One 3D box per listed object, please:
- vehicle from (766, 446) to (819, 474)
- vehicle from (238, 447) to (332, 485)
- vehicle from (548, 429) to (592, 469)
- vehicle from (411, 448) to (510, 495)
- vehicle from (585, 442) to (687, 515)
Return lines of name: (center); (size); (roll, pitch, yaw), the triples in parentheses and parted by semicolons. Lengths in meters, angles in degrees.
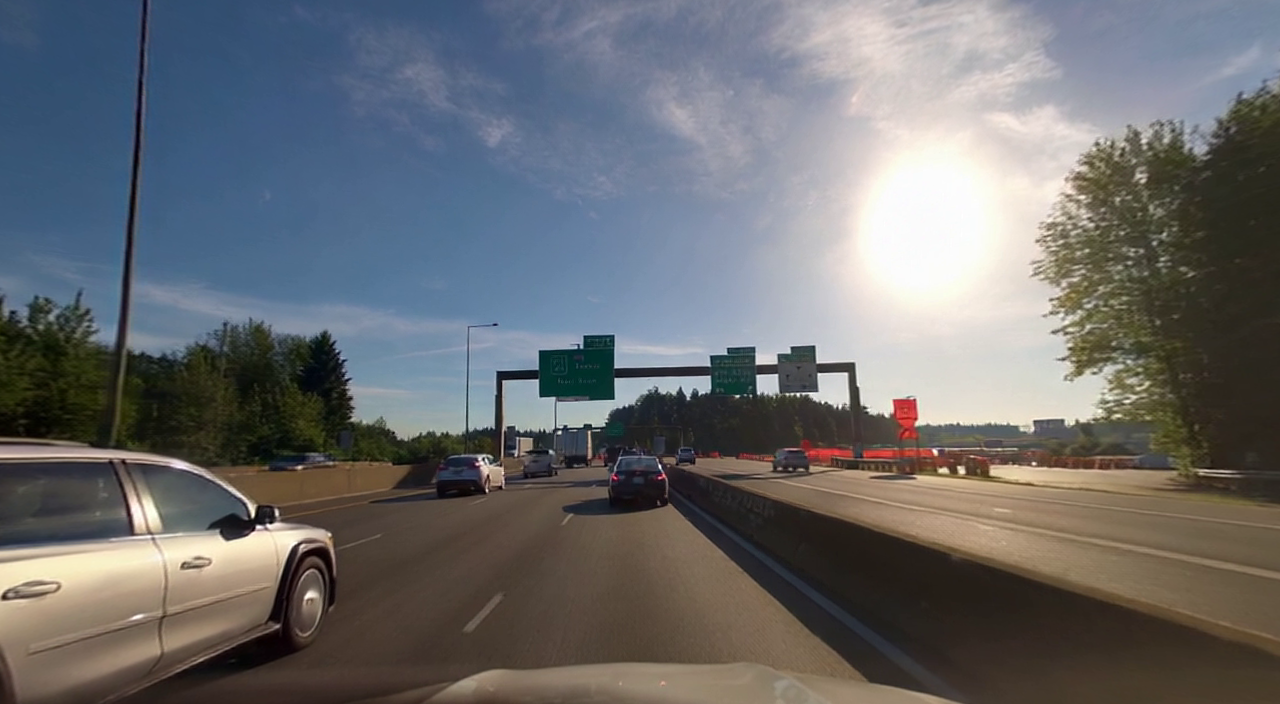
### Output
vehicle: (8.373, 5.944, 34.798); (1.871, 1.460, 3.754); (0, -9, -2)
vehicle: (-19.198, 6.162, 34.332); (2.107, 1.844, 5.102); (0, -9, 1)
vehicle: (-4.902, 6.985, 45.290); (2.326, 2.645, 6.249); (0, -9, 1)
vehicle: (-5.940, 3.987, 21.372); (2.063, 1.417, 4.000); (-1, -9, 2)
vehicle: (-0.128, 2.849, 14.591); (2.080, 1.451, 3.512); (0, -9, -1)
